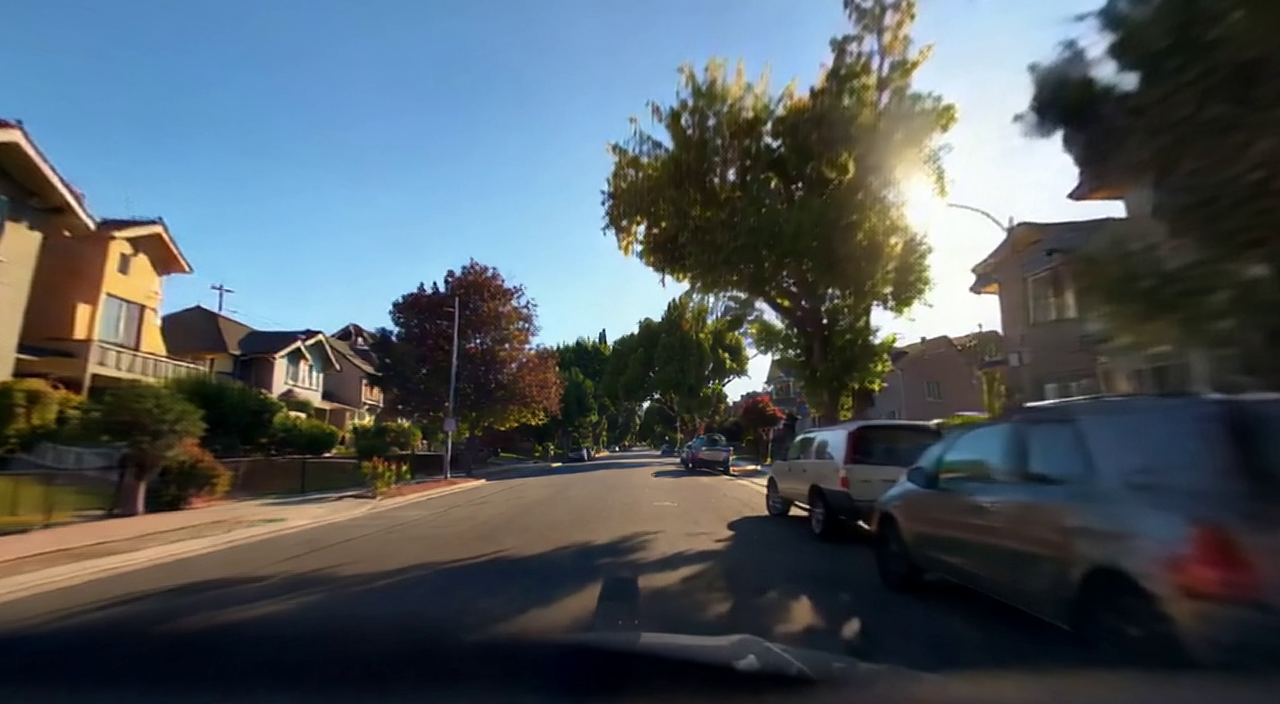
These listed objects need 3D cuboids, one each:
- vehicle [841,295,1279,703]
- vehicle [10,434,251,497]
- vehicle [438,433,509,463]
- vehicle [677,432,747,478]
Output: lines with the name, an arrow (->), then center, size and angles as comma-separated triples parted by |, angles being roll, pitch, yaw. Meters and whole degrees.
vehicle -> 3.287, 1.081, 4.282 | 2.262, 1.870, 4.948 | 0, -8, 1
vehicle -> -13.538, 3.030, 16.966 | 4.700, 1.549, 2.000 | 0, -8, 0
vehicle -> -13.168, 7.603, 49.917 | 4.837, 1.897, 2.228 | 4, -8, 4
vehicle -> 3.708, 5.533, 34.098 | 2.952, 2.216, 7.033 | 0, -8, 0
